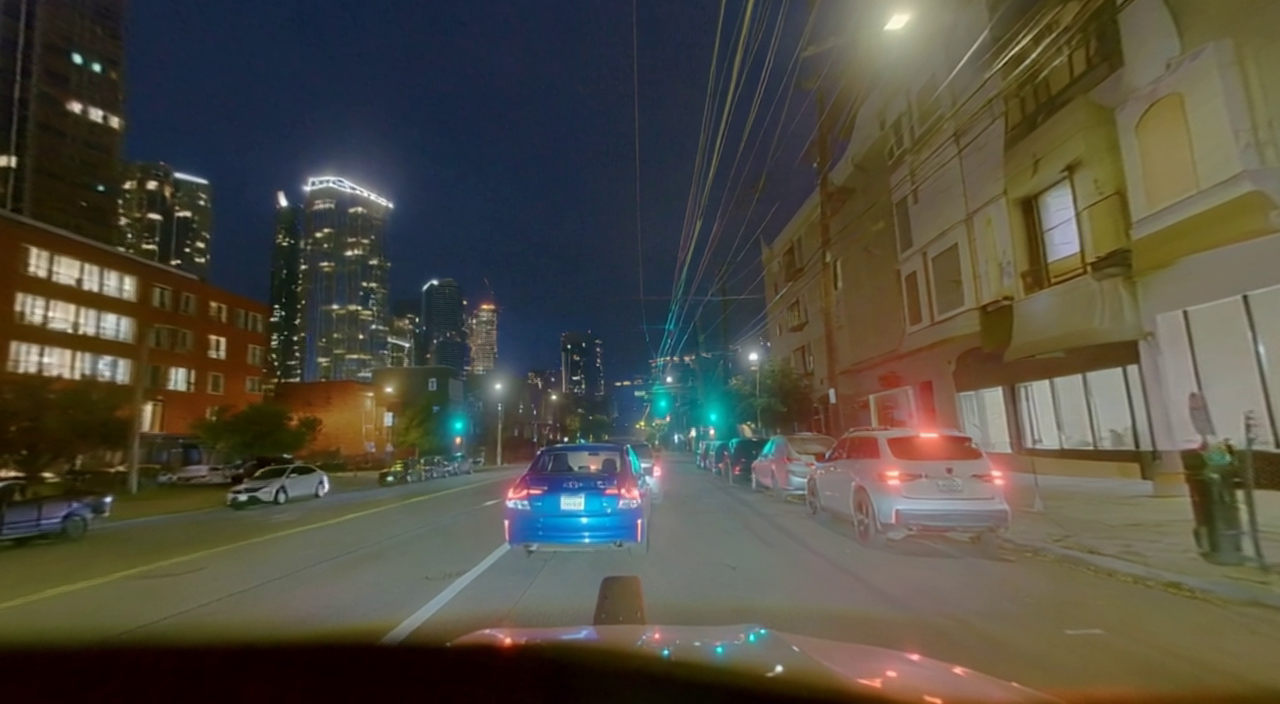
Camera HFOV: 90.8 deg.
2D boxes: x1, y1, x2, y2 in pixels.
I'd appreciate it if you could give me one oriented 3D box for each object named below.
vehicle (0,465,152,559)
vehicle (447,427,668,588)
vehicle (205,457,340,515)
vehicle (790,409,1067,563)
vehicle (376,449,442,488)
[{"bbox_3d":[-11.891,2.999,11.816,1.850,1.487,4.711,-3,-8,-1],"label":"vehicle"},{"bbox_3d":[-0.761,1.770,8.141,2.019,1.453,4.603,0,-9,0],"label":"vehicle"},{"bbox_3d":[-11.886,4.312,20.840,1.868,1.491,4.367,-4,-9,1],"label":"vehicle"},{"bbox_3d":[3.796,1.846,9.410,1.967,1.721,4.410,0,-9,-1],"label":"vehicle"},{"bbox_3d":[-11.893,5.964,32.745,2.011,1.687,4.079,-5,-8,-3],"label":"vehicle"}]
